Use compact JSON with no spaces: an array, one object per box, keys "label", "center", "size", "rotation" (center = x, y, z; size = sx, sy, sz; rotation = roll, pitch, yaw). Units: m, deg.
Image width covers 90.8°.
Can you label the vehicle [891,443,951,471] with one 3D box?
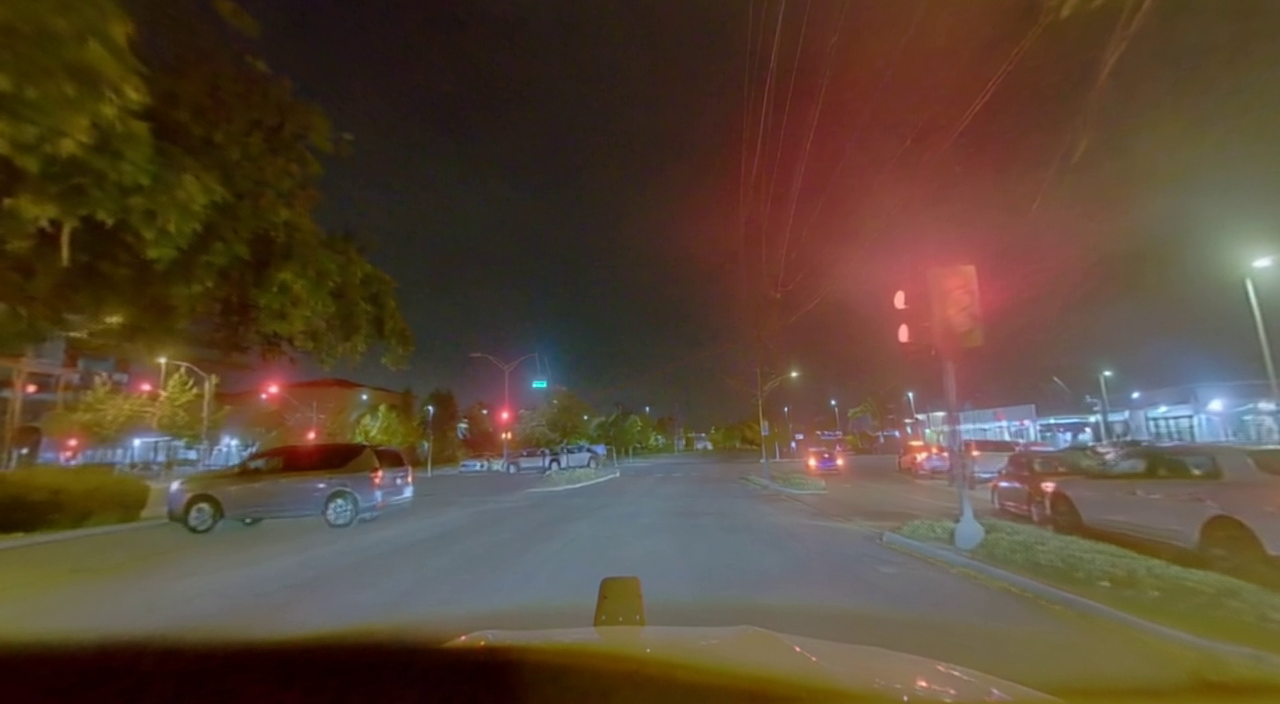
[{"label":"vehicle","center":[16.229,6.068,36.739],"size":[1.951,1.491,4.359],"rotation":[-1,-9,7]}]

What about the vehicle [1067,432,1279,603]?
[{"label":"vehicle","center":[6.893,1.694,7.099],"size":[1.867,1.479,4.452],"rotation":[-2,-9,12]}]

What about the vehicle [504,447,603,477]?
[{"label":"vehicle","center":[-4.621,5.907,34.118],"size":[4.792,1.468,2.116],"rotation":[-2,-9,14]}]

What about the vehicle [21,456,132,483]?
[{"label":"vehicle","center":[-34.829,7.241,39.224],"size":[1.840,1.451,4.657],"rotation":[-4,-10,26]}]

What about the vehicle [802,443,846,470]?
[{"label":"vehicle","center":[11.152,6.347,38.594],"size":[2.061,1.519,4.794],"rotation":[-1,-8,10]}]

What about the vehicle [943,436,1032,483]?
[{"label":"vehicle","center":[13.628,4.228,25.076],"size":[1.921,1.657,4.400],"rotation":[-2,-9,14]}]

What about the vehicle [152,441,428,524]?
[{"label":"vehicle","center":[-6.716,2.520,12.470],"size":[4.376,1.476,1.791],"rotation":[0,-9,2]}]
